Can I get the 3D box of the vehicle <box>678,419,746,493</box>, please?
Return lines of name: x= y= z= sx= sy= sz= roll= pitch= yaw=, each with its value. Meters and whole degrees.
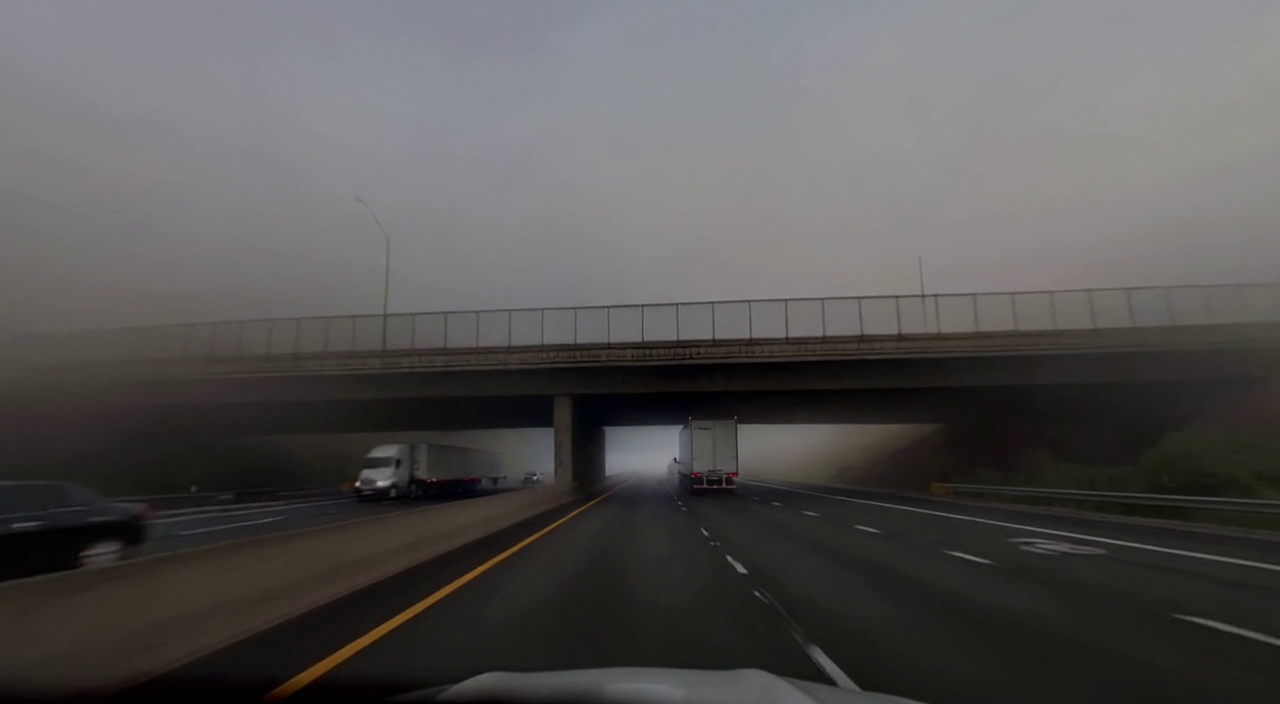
vehicle: x=4.299 y=6.777 z=40.400 sx=3.054 sy=4.005 sz=11.895 roll=1 pitch=-10 yaw=0

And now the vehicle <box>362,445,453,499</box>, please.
vehicle: x=-13.065 y=6.863 z=36.071 sx=2.621 sy=2.742 sz=6.186 roll=0 pitch=-11 yaw=1

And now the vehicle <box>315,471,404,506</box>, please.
vehicle: x=-13.095 y=6.378 z=29.788 sx=2.019 sy=1.441 sz=4.718 roll=1 pitch=-10 yaw=1
